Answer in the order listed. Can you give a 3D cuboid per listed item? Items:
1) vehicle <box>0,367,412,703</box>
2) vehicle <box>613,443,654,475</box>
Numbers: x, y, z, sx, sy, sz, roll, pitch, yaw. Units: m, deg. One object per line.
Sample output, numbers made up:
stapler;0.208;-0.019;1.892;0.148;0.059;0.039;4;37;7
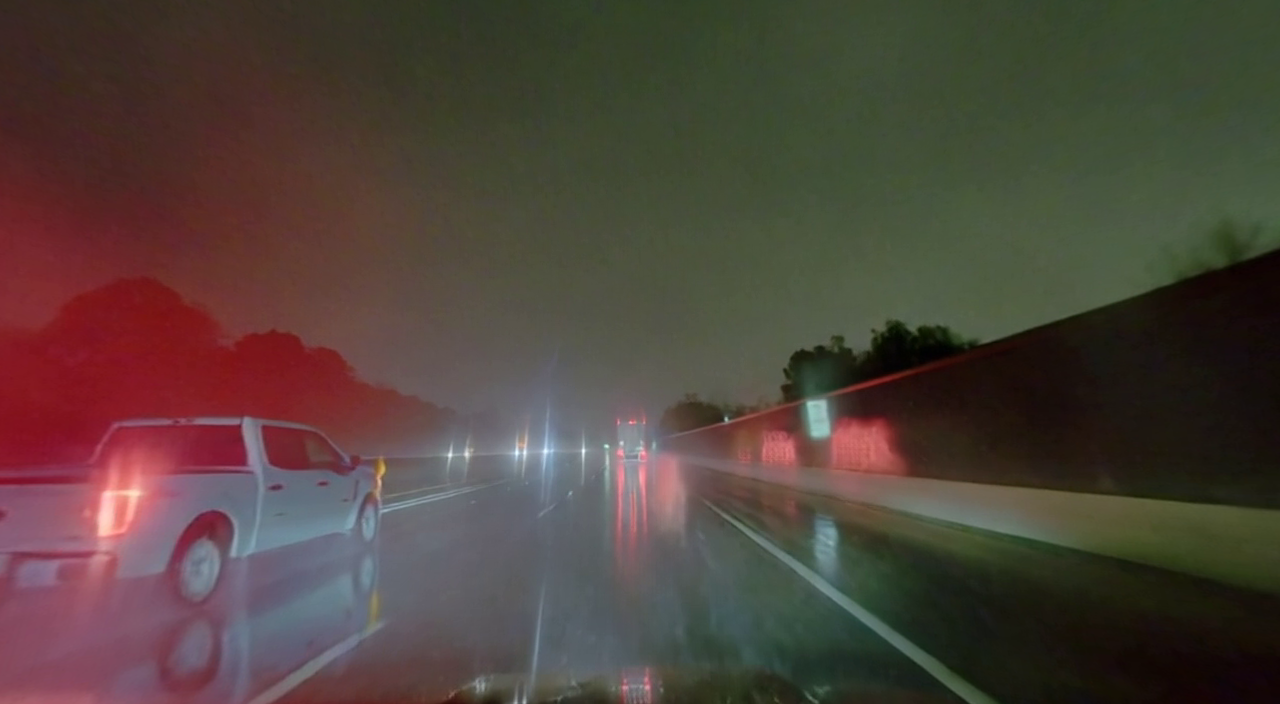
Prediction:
vehicle;-3.846;1.259;5.191;2.181;1.653;4.691;0;-9;-1
vehicle;-0.408;6.183;36.433;2.230;1.715;4.243;0;-9;-1
